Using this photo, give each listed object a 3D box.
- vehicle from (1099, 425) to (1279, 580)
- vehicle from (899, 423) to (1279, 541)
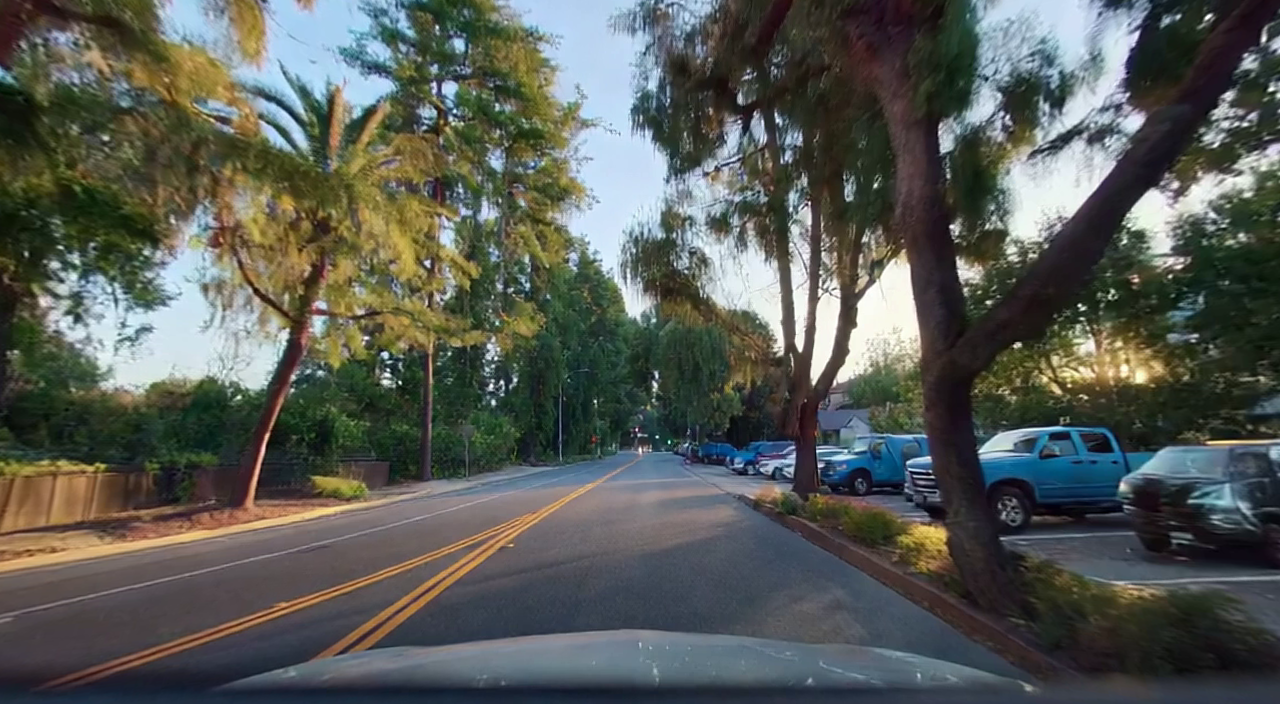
[{"bbox_3d":[8.772,1.861,8.311,3.853,1.732,2.049,0,-8,-3],"label":"vehicle"},{"bbox_3d":[7.584,2.192,11.059,5.072,1.802,2.236,0,-8,-3],"label":"vehicle"}]
